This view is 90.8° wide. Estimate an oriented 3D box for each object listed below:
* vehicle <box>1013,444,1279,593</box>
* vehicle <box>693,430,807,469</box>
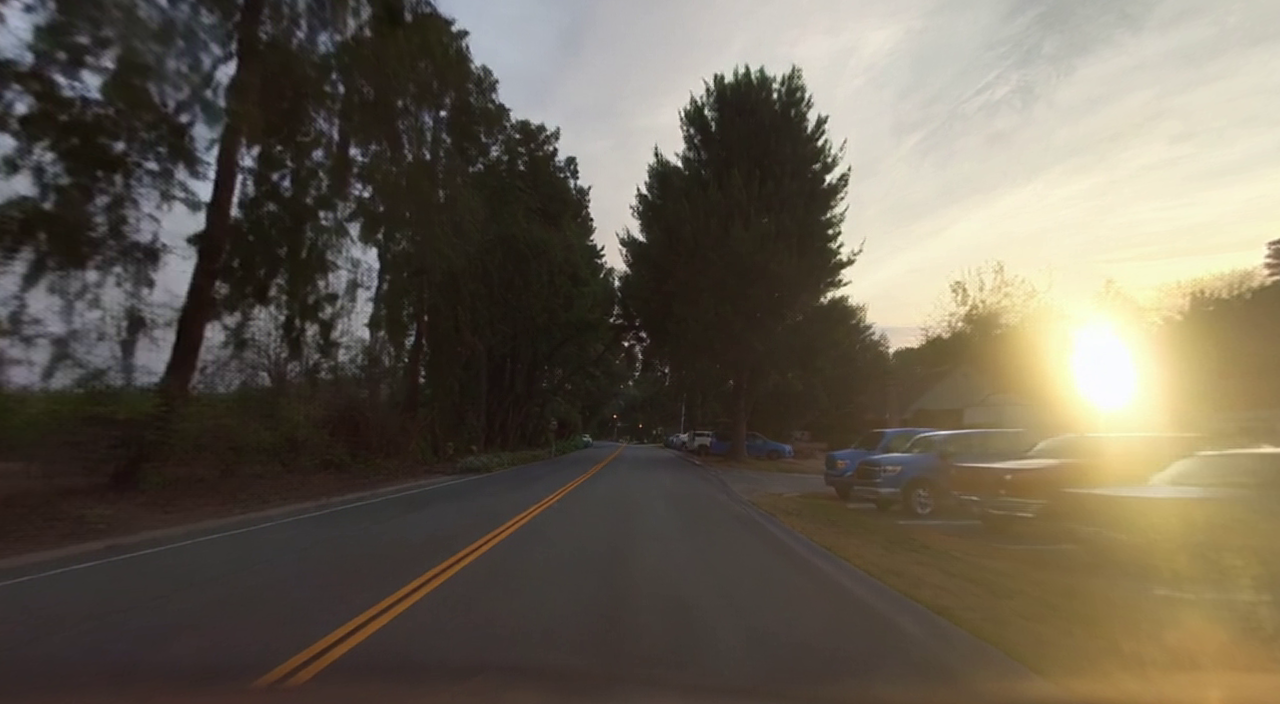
[{"bbox_3d":[6.864,1.764,7.202,3.989,1.412,1.931,0,-8,-2],"label":"vehicle"},{"bbox_3d":[6.006,5.402,35.162,5.797,2.070,2.502,0,-8,-1],"label":"vehicle"}]
